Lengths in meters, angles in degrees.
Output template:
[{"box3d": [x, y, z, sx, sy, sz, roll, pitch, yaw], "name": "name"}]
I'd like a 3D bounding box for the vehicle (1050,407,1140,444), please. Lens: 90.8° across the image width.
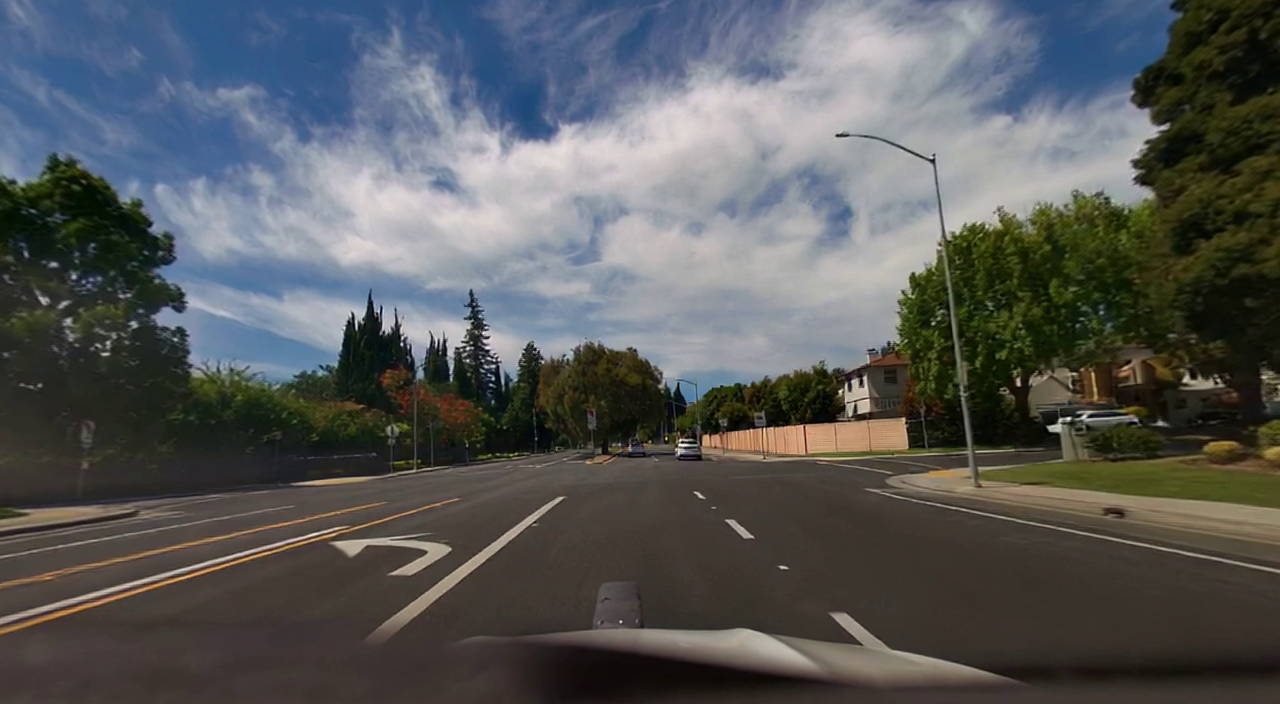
[{"box3d": [31.140, 4.978, 43.471, 2.072, 2.012, 5.323, -5, -2, -1], "name": "vehicle"}]
